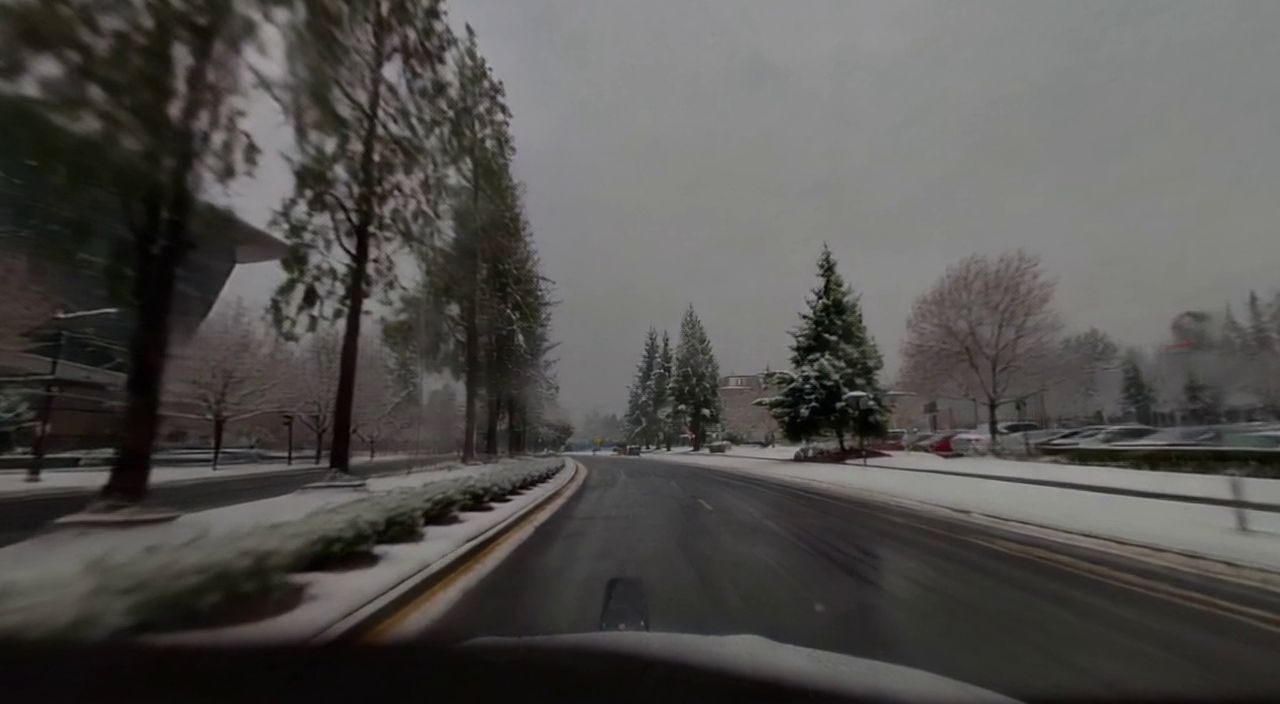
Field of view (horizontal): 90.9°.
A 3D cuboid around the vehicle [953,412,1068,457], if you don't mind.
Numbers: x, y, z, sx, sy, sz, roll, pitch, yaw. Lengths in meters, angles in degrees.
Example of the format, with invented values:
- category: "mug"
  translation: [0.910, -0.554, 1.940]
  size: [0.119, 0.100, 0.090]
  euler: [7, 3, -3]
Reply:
- category: "vehicle"
  translation: [15.150, 3.405, 25.881]
  size: [3.595, 1.749, 1.726]
  euler: [1, -9, -5]

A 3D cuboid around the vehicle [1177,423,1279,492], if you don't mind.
- category: "vehicle"
  translation: [15.658, 2.449, 14.834]
  size: [4.251, 1.479, 2.038]
  euler: [0, -9, -4]

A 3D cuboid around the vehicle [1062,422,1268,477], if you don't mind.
- category: "vehicle"
  translation: [15.643, 2.915, 18.968]
  size: [4.526, 1.517, 1.979]
  euler: [0, -9, -4]
